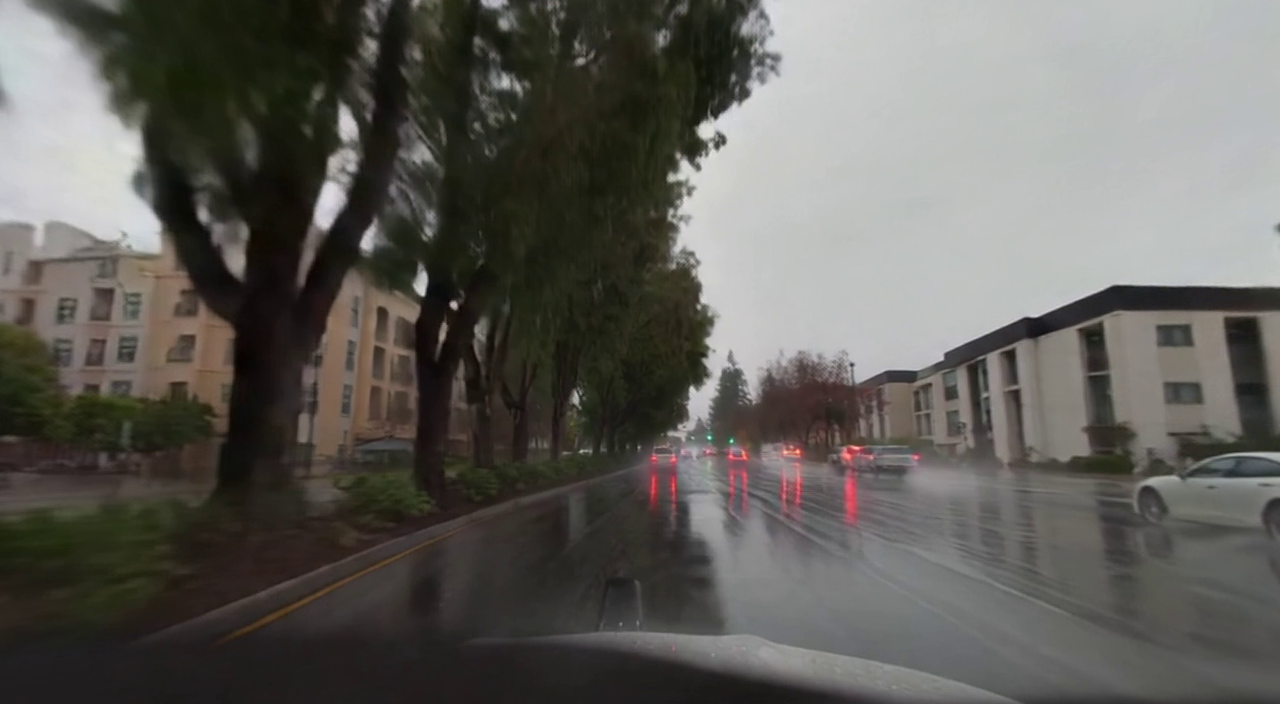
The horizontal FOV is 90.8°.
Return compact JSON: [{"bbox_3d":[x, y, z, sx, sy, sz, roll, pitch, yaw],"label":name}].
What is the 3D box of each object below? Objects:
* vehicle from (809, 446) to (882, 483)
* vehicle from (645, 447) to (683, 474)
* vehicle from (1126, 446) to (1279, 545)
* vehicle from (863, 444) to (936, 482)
[{"bbox_3d":[8.764,4.798,27.278,2.020,1.472,3.958,-1,-9,4],"label":"vehicle"},{"bbox_3d":[1.447,6.355,37.340,2.077,1.477,3.897,-1,-9,3],"label":"vehicle"},{"bbox_3d":[10.785,2.323,10.536,1.888,1.508,4.646,-1,-9,4],"label":"vehicle"},{"bbox_3d":[12.680,5.417,31.170,1.945,1.687,4.292,-1,-9,3],"label":"vehicle"}]
